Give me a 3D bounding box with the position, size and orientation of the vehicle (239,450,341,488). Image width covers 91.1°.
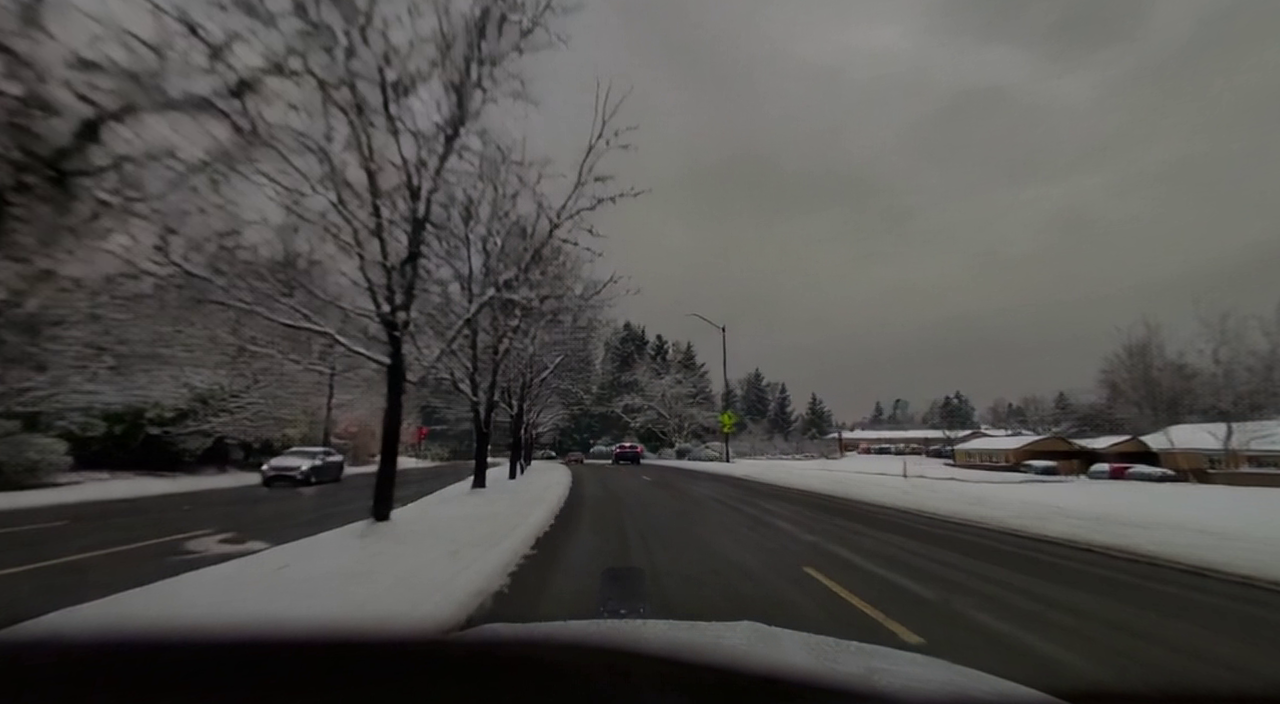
[{"bbox_3d":[-15.230,5.091,27.685,2.046,1.523,4.802,1,-9,-4],"label":"vehicle"}]
